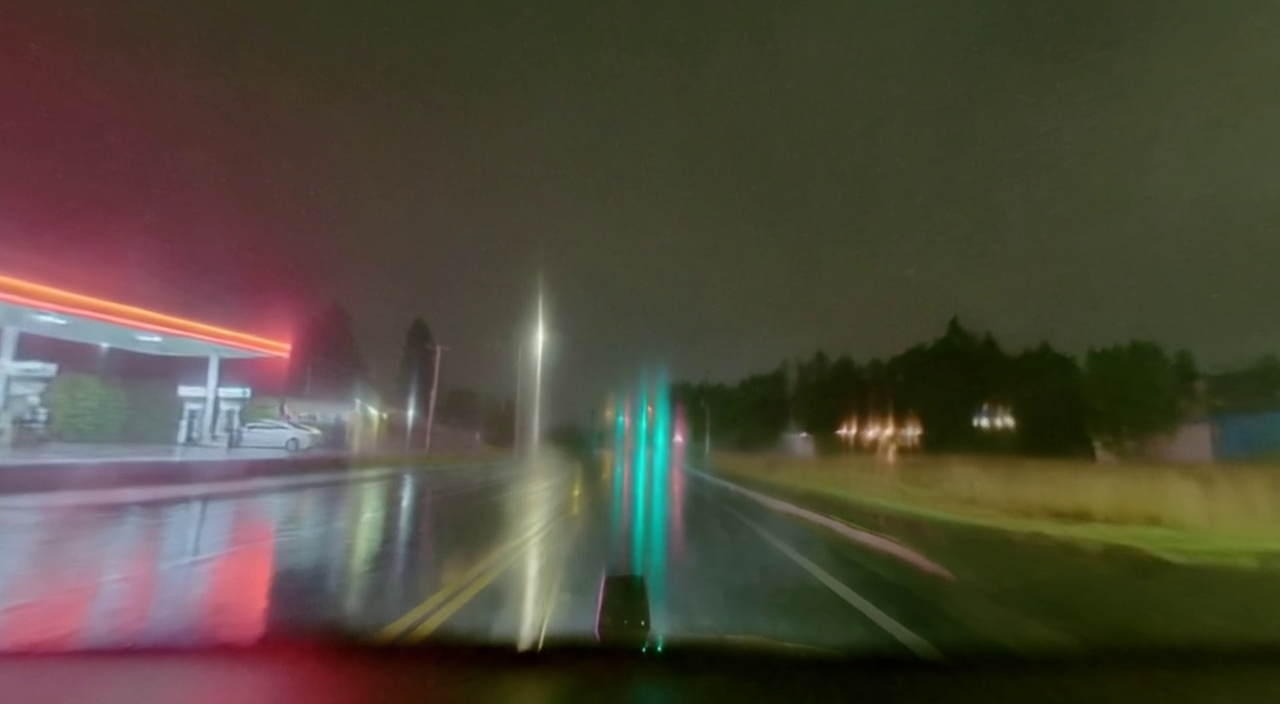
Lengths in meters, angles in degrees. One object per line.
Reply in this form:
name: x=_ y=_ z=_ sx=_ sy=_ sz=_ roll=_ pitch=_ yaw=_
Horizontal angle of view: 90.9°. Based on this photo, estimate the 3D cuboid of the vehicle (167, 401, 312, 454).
vehicle: x=-22.587 y=4.230 z=35.685 sx=6.311 sy=2.571 sz=3.118 roll=1 pitch=-6 yaw=12
